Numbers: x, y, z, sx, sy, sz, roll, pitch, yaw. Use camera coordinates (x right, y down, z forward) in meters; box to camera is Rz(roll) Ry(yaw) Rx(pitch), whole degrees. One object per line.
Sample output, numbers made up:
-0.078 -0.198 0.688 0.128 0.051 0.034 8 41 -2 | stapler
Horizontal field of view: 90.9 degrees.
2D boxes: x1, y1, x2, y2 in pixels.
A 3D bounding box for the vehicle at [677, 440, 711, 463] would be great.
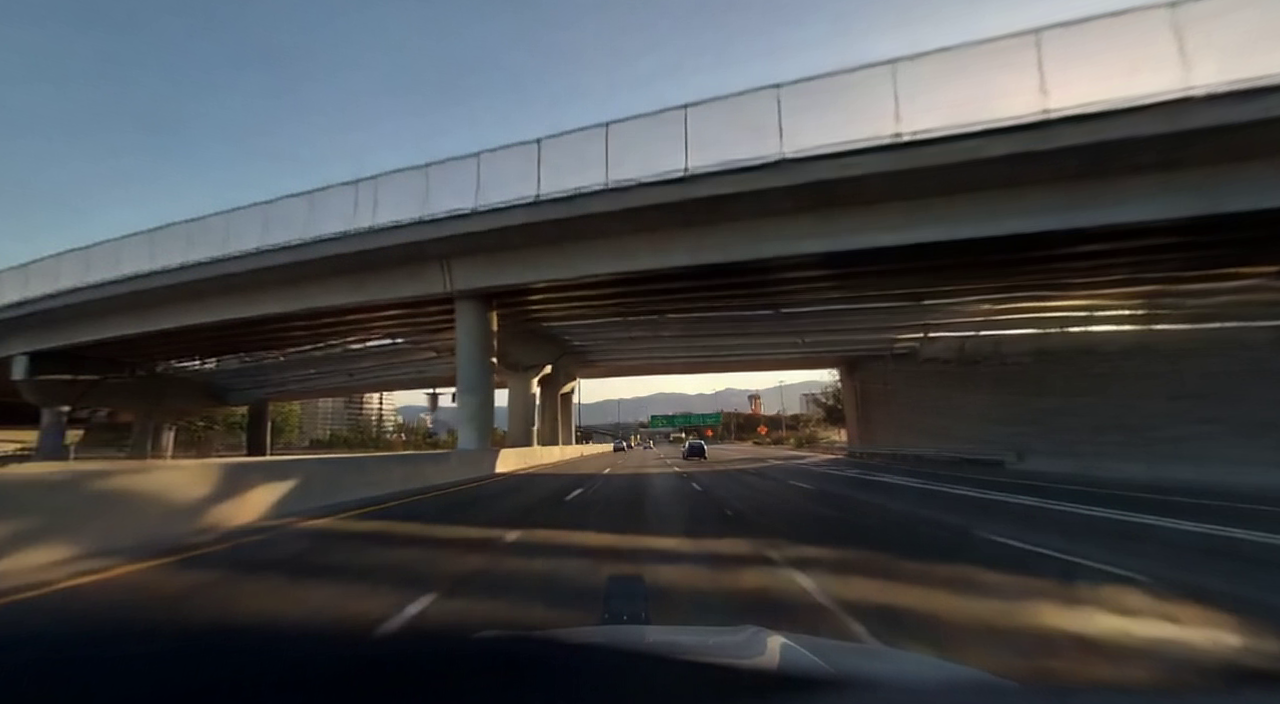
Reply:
3.764 7.087 44.920 1.949 1.515 4.374 0 -9 -1 | vehicle
